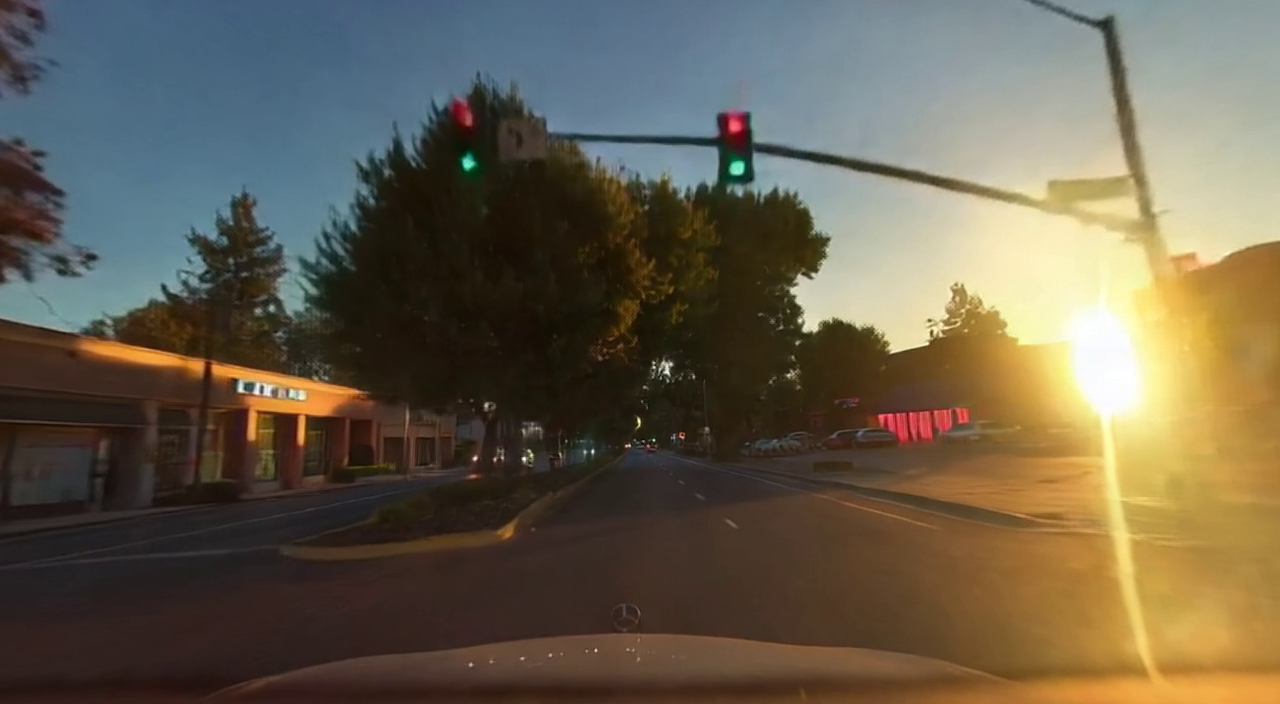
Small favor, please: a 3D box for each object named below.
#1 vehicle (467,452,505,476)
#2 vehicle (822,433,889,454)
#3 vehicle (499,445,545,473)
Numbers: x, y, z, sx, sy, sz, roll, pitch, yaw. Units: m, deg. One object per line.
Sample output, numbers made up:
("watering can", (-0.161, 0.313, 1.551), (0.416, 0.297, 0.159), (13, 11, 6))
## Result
("vehicle", (-10.937, 7.962, 44.916), (1.688, 1.419, 3.783), (-4, -8, 0))
("vehicle", (16.176, 6.883, 47.458), (4.241, 1.472, 2.066), (0, -8, -3))
("vehicle", (-7.928, 7.201, 42.611), (2.129, 1.649, 4.647), (-4, -8, 0))
